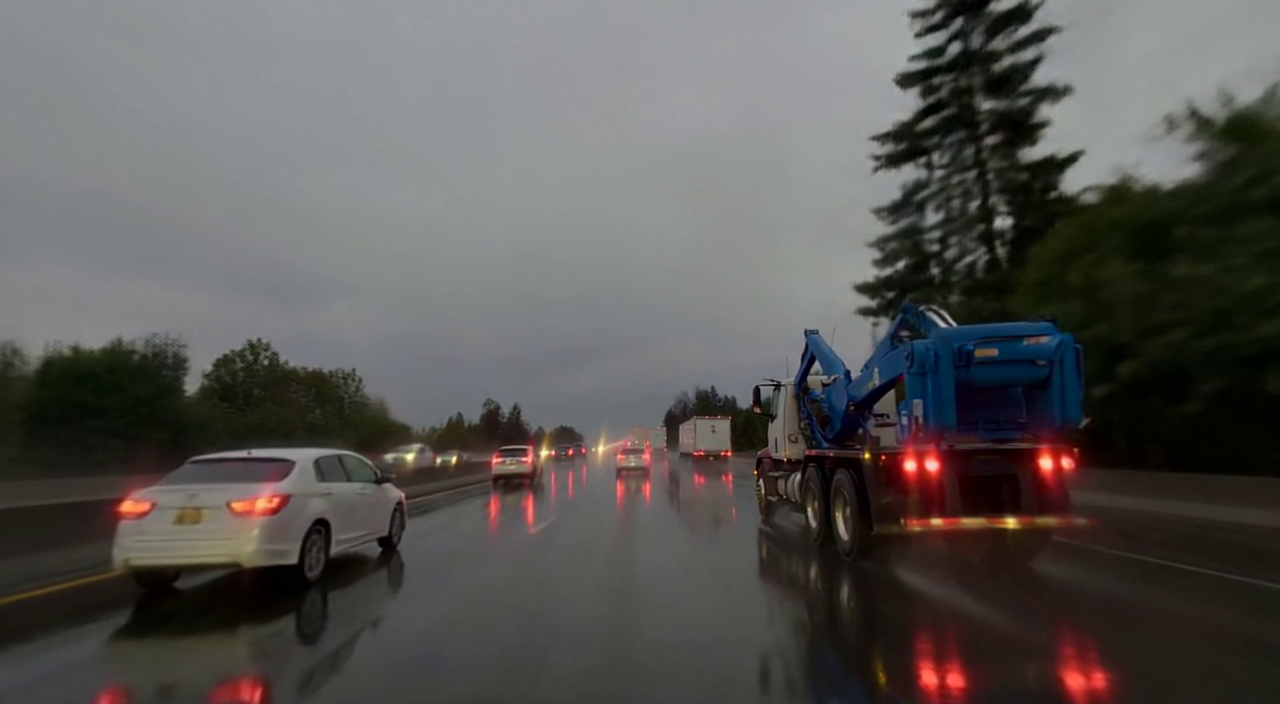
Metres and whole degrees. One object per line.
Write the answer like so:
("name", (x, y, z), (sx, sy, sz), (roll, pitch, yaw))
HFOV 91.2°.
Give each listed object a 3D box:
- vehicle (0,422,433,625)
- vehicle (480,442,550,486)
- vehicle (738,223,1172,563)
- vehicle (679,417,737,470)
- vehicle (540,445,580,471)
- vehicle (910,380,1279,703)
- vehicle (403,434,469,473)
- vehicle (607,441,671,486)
("vehicle", (-4.134, 1.665, 7.155), (1.880, 1.507, 4.757), (0, -9, 1))
("vehicle", (-4.613, 4.192, 23.724), (1.858, 1.527, 3.974), (0, -9, 0))
("vehicle", (3.915, 1.008, 10.839), (2.975, 3.618, 8.456), (0, -9, 0))
("vehicle", (3.832, 5.416, 36.940), (2.416, 2.829, 7.016), (0, -9, -1))
("vehicle", (-4.838, 6.496, 38.490), (1.924, 1.481, 4.264), (0, -9, 0))
("vehicle", (4.068, 1.054, 3.433), (2.599, 1.631, 5.693), (0, -9, -1))
("vehicle", (-13.307, 6.701, 41.410), (2.367, 2.325, 5.862), (0, -9, 0))
("vehicle", (-0.081, 4.072, 23.138), (2.150, 1.498, 3.988), (0, -9, -2))
